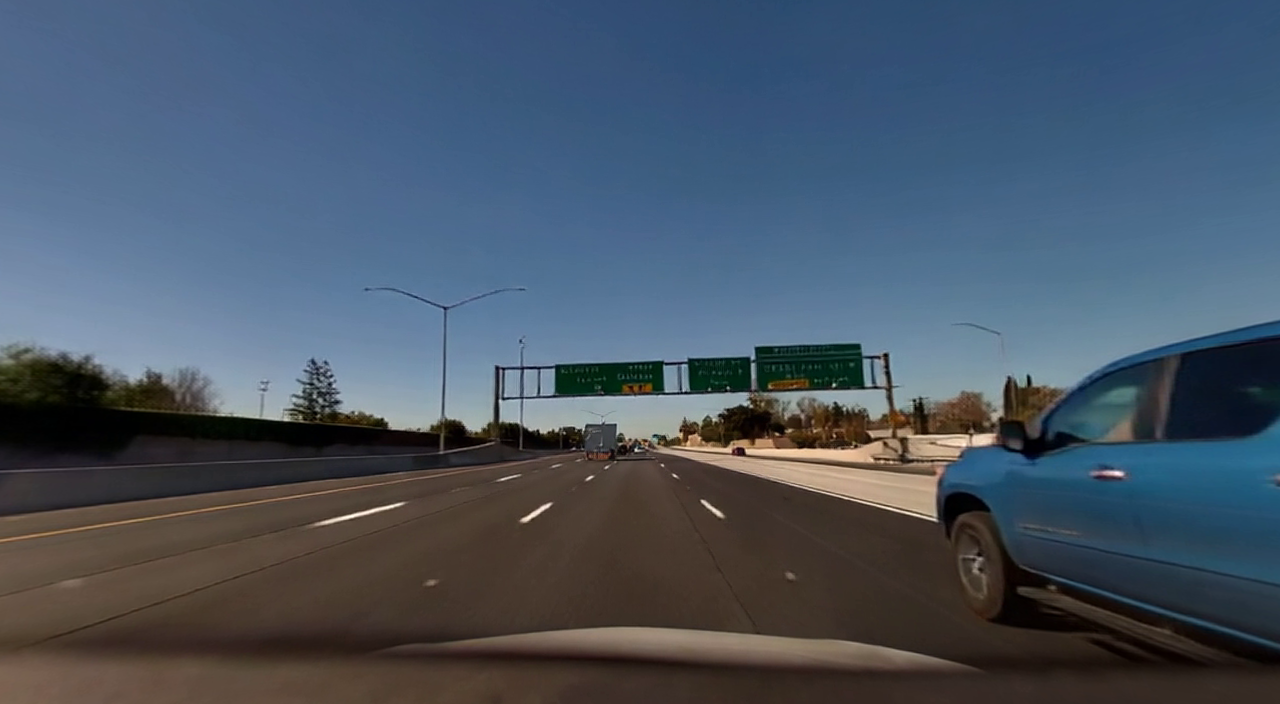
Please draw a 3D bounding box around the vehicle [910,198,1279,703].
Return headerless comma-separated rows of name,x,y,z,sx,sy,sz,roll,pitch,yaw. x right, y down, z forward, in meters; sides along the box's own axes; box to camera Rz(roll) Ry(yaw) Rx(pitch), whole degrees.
vehicle,3.570,0.513,2.180,2.593,2.110,6.016,0,-9,0
